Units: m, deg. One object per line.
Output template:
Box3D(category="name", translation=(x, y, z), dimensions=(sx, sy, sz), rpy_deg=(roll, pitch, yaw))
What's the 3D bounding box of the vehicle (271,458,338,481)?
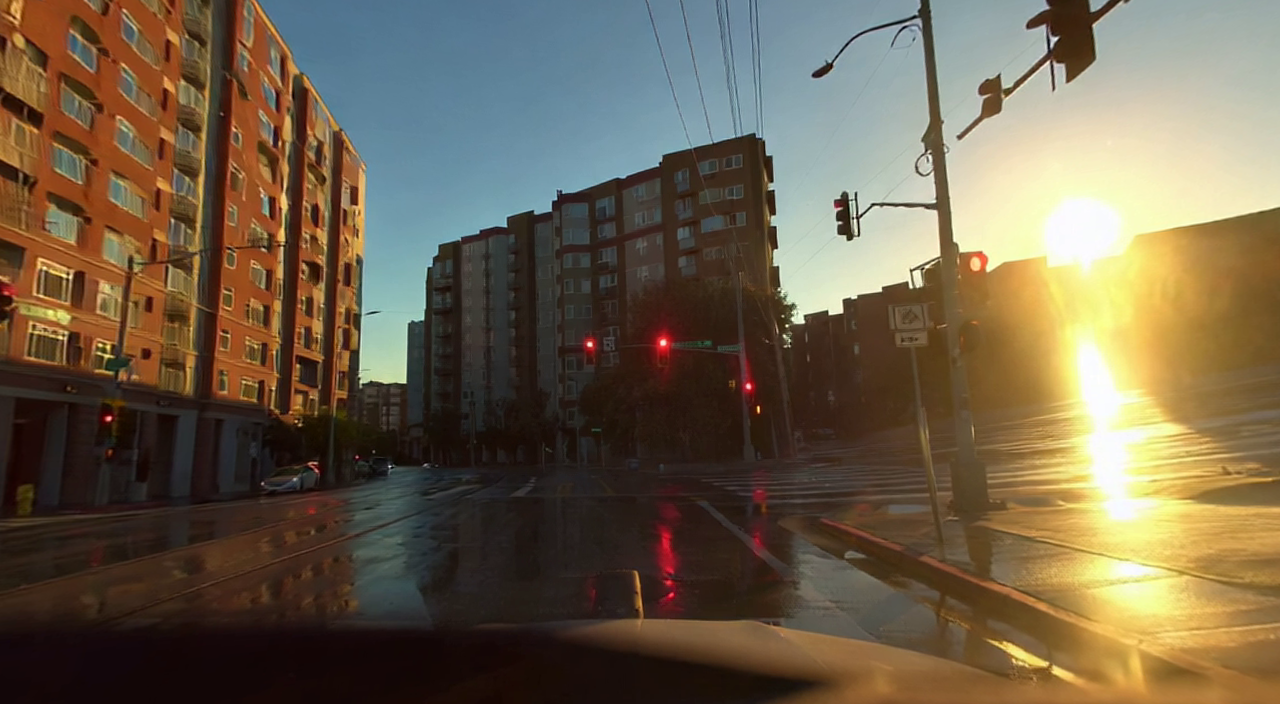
Box3D(category="vehicle", translation=(-24.612, 8.659, 46.312), dimensions=(3.882, 1.600, 1.768), rpy_deg=(0, -9, 2))
